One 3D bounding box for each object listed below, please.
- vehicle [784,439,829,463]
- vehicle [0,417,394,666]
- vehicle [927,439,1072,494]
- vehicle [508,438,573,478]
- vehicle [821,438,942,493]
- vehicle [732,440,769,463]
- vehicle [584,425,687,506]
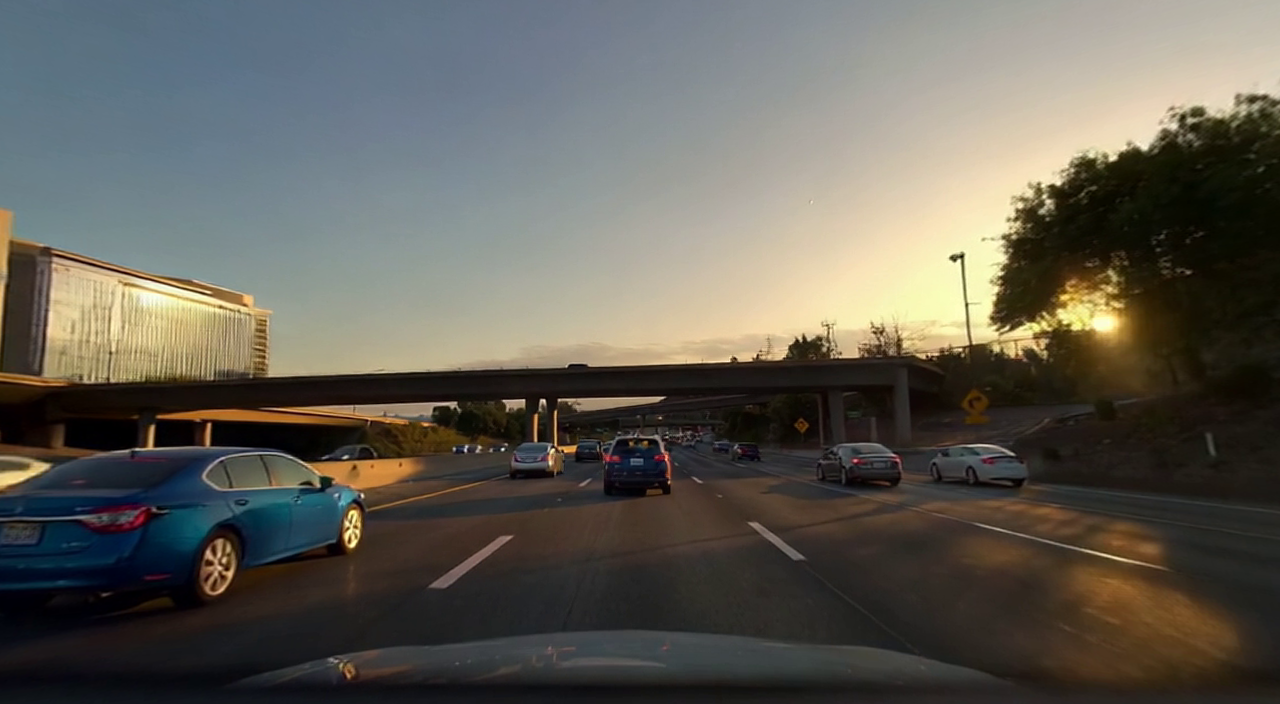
[{"bbox_3d":[11.666,6.977,44.436,1.992,1.625,4.359,0,-9,0],"label":"vehicle"},{"bbox_3d":[-4.252,1.469,6.053,1.974,1.478,4.412,0,-9,0],"label":"vehicle"},{"bbox_3d":[11.146,3.550,19.987,2.008,1.516,4.385,0,-9,0],"label":"vehicle"},{"bbox_3d":[-4.006,4.362,26.145,1.947,1.516,4.295,0,-9,1],"label":"vehicle"},{"bbox_3d":[7.488,3.547,20.120,2.049,1.521,4.604,0,-9,0],"label":"vehicle"},{"bbox_3d":[7.653,6.924,43.856,1.880,1.526,3.641,0,-9,0],"label":"vehicle"},{"bbox_3d":[-0.070,2.738,15.530,2.181,1.697,4.021,0,-9,1],"label":"vehicle"}]
